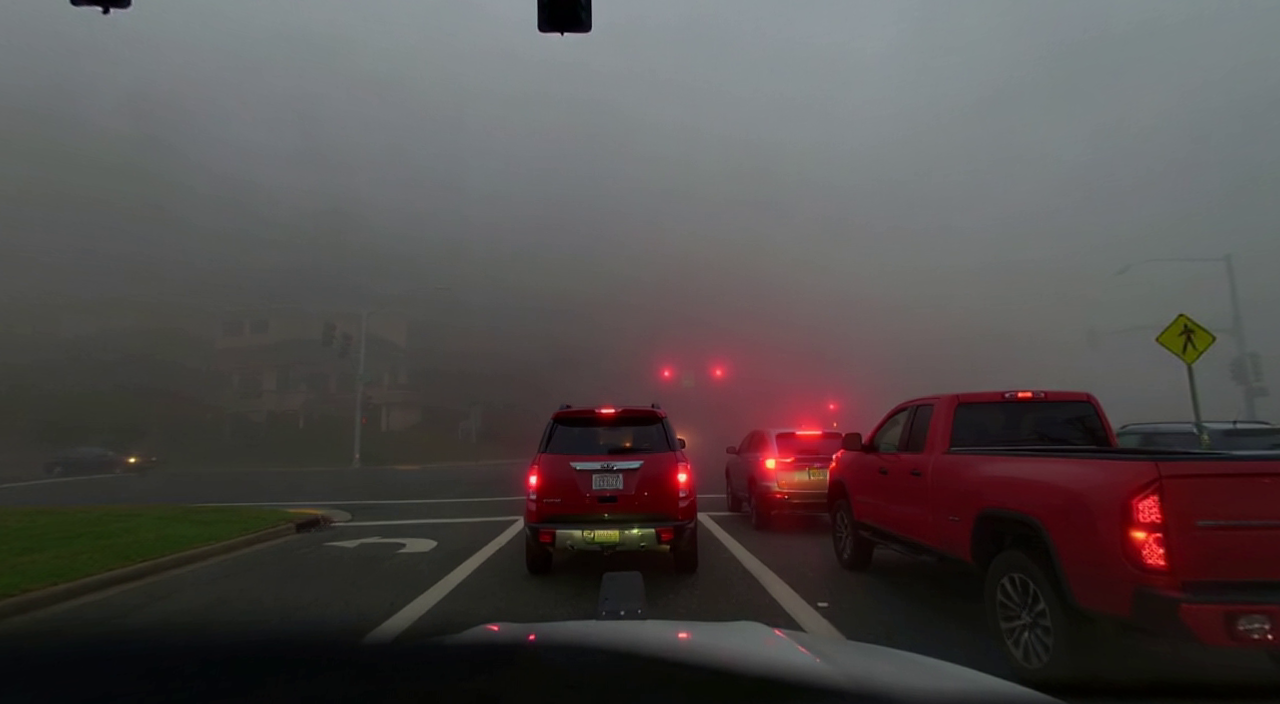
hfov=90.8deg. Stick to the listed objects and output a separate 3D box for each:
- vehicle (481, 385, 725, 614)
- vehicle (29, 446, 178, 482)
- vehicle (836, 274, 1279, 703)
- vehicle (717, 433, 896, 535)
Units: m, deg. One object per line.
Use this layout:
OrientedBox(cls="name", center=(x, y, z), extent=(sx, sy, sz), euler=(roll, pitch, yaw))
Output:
OrientedBox(cls="vehicle", center=(-0.226, 1.403, 6.736), extent=(1.915, 1.780, 3.379), euler=(-1, -8, 2))
OrientedBox(cls="vehicle", center=(-22.864, 4.783, 27.089), extent=(4.533, 1.350, 1.714), euler=(0, -8, -9))
OrientedBox(cls="vehicle", center=(2.988, 0.945, 3.858), extent=(1.886, 1.849, 5.070), euler=(0, -8, -1))
OrientedBox(cls="vehicle", center=(2.725, 2.264, 11.530), extent=(1.952, 1.465, 4.421), euler=(0, -8, -1))
